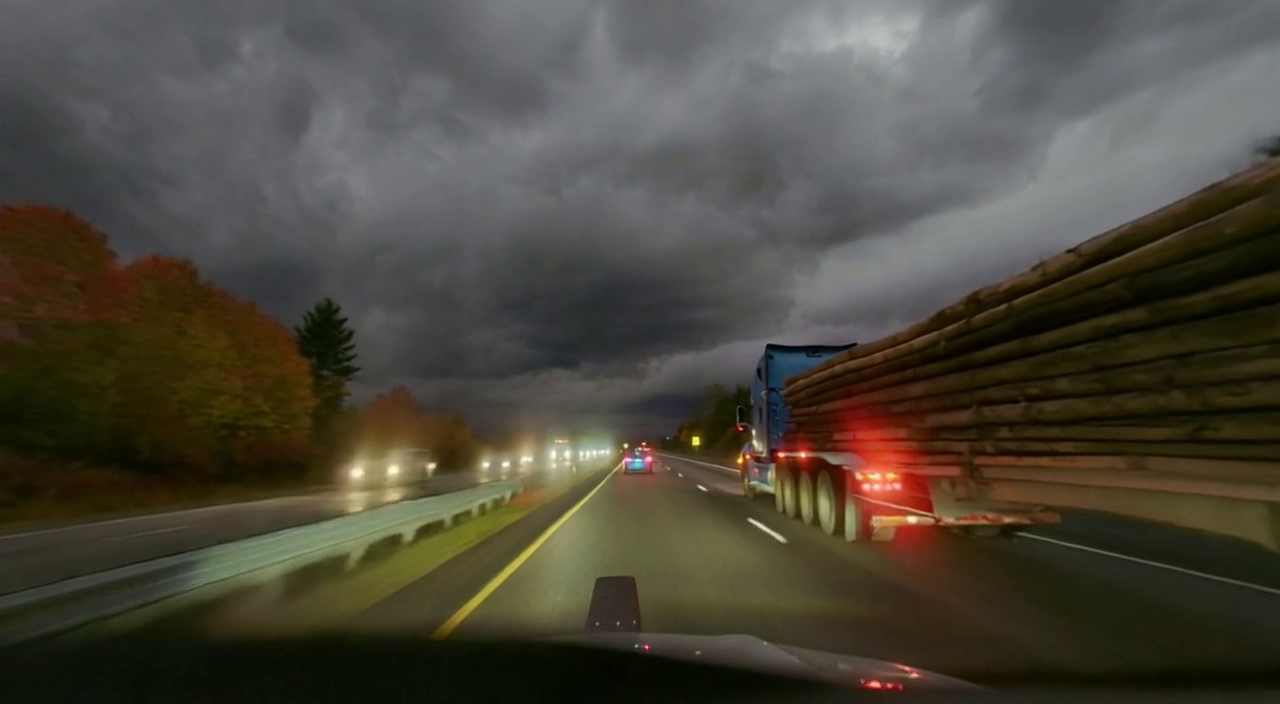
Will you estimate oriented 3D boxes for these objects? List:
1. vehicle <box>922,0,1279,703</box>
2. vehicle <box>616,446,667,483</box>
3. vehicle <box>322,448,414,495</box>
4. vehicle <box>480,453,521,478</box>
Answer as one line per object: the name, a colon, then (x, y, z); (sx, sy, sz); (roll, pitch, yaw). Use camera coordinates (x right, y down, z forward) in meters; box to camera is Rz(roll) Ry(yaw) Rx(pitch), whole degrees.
vehicle: (4.076, -0.402, 1.100); (3.004, 3.923, 8.363); (0, -9, -1)
vehicle: (0.058, 5.000, 28.196); (2.099, 1.506, 4.097); (0, -9, 0)
vehicle: (-12.835, 5.639, 30.009); (2.200, 2.009, 4.778); (-1, -9, 0)
vehicle: (-9.371, 7.653, 42.413); (1.873, 1.549, 4.104); (-1, -9, 0)
